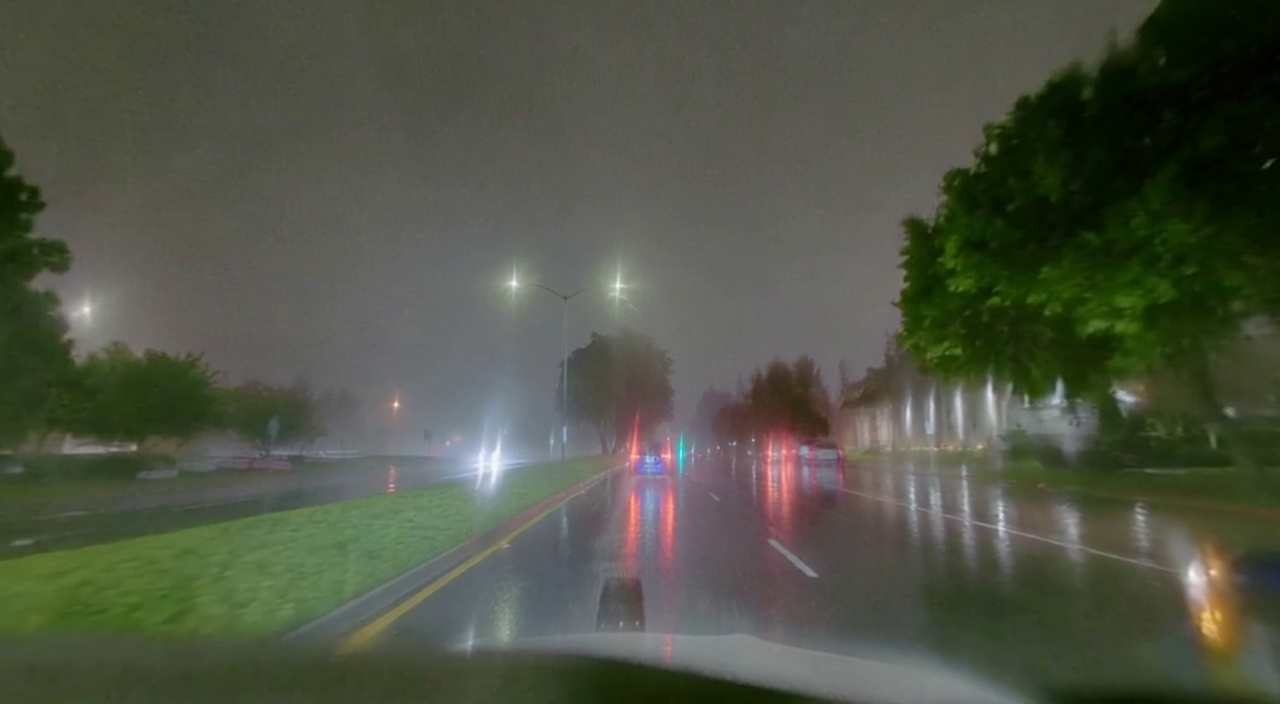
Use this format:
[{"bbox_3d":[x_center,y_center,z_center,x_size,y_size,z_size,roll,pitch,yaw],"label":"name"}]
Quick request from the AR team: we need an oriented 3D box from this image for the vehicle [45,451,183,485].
[{"bbox_3d":[-23.974,5.284,28.939,4.490,1.407,1.864,1,-8,-6],"label":"vehicle"}]

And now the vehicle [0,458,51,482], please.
[{"bbox_3d":[-41.997,7.764,41.669,4.109,1.496,1.929,1,-8,-9],"label":"vehicle"}]

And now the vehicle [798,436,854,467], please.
[{"bbox_3d":[12.092,6.503,41.433,2.139,1.849,5.246,0,-8,1],"label":"vehicle"}]

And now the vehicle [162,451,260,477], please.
[{"bbox_3d":[-25.836,6.733,38.183,4.453,1.472,1.873,1,-8,-7],"label":"vehicle"}]

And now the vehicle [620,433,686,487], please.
[{"bbox_3d":[0.464,3.774,22.397,2.085,1.693,4.301,0,-8,1],"label":"vehicle"}]
